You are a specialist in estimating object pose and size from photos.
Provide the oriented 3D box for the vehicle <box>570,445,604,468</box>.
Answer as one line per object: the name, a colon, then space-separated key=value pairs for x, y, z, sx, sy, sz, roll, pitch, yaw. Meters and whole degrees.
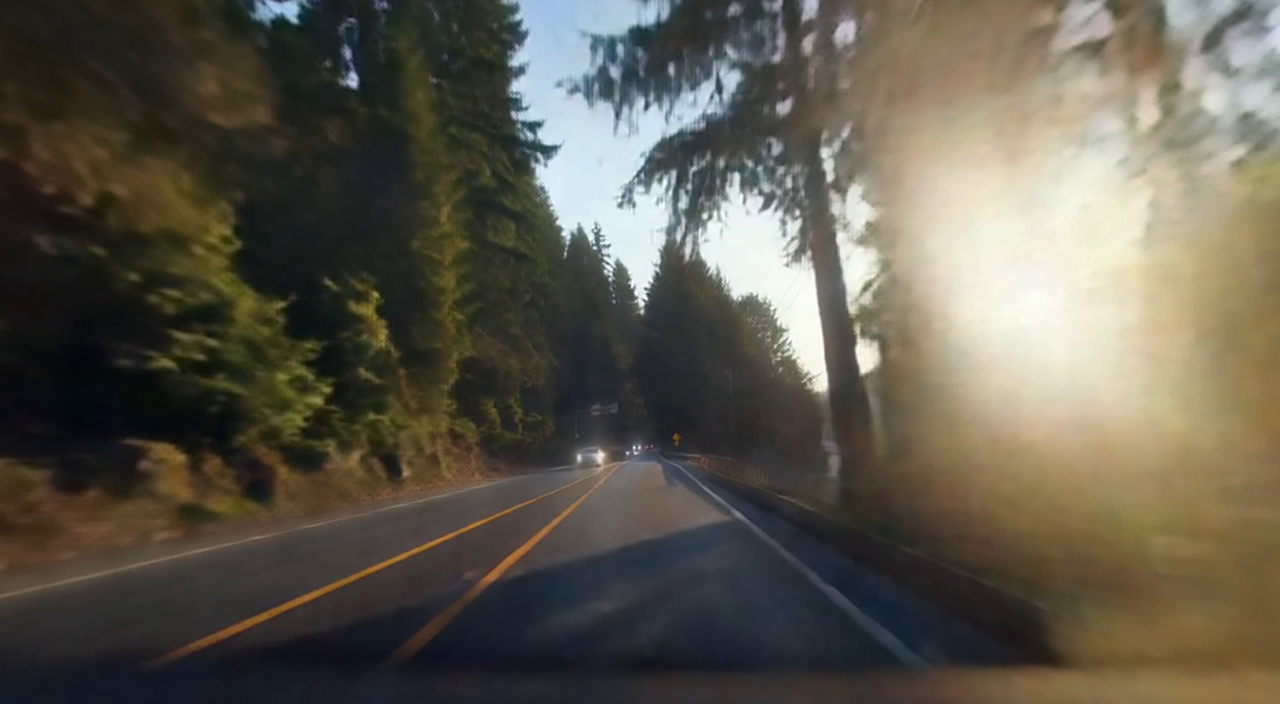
vehicle: x=-3.562 y=7.076 z=42.946 sx=1.816 sy=1.473 sz=3.689 roll=0 pitch=-8 yaw=2
